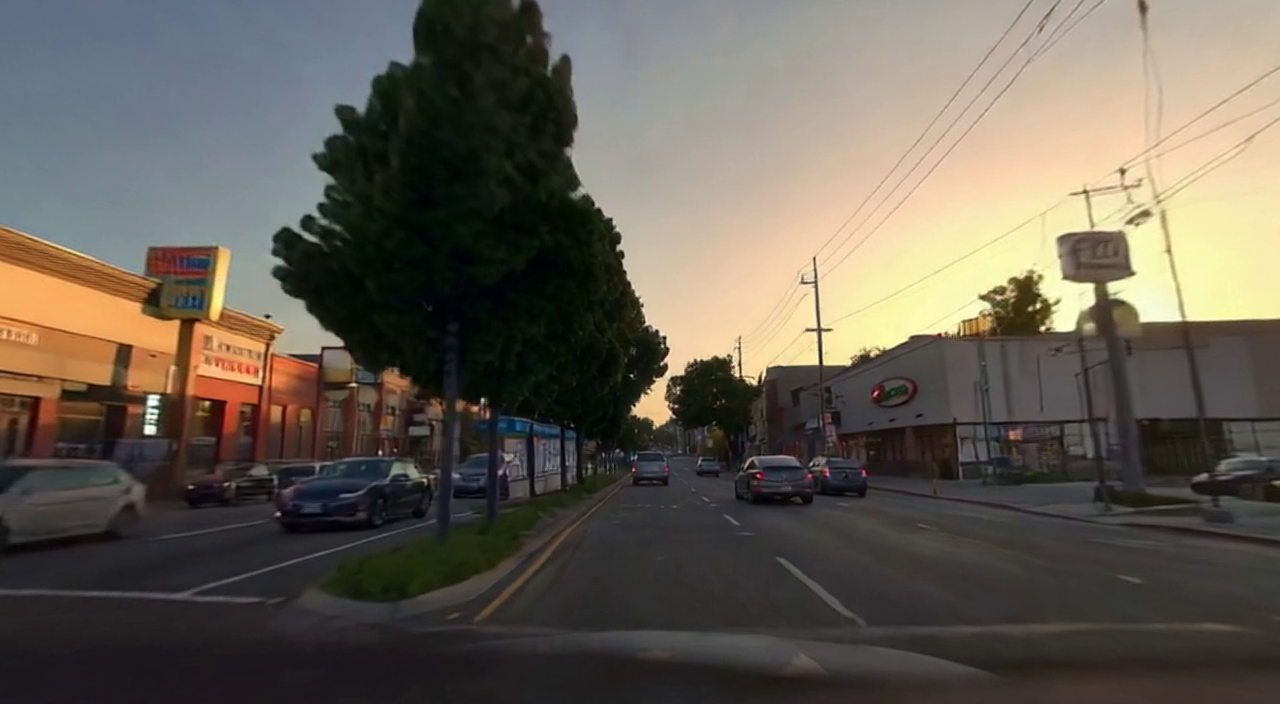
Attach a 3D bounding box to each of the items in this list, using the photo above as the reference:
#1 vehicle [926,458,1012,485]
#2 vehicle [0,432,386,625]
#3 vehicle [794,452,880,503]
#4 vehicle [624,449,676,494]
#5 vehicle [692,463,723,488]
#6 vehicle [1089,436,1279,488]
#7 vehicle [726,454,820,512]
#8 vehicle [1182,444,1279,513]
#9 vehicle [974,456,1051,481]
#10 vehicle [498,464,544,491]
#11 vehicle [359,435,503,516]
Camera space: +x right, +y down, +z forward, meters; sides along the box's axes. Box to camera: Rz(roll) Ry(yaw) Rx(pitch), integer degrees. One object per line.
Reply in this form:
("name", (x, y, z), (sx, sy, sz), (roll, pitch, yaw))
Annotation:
("vehicle", (22.635, 8.230, 43.528), (4.718, 1.628, 2.008), (-3, -9, 5))
("vehicle", (-5.083, 1.835, 7.826), (2.041, 1.494, 4.647), (-2, -6, -1))
("vehicle", (7.592, 4.841, 24.835), (2.040, 1.738, 4.414), (0, -8, 1))
("vehicle", (0.508, 5.486, 29.328), (2.210, 1.861, 4.280), (0, -8, 2))
("vehicle", (5.316, 9.768, 49.993), (2.036, 1.719, 4.318), (0, -8, 1))
("vehicle", (20.908, 4.293, 24.526), (5.333, 1.796, 2.333), (-8, -12, 36))
("vehicle", (3.929, 3.923, 19.444), (1.963, 1.484, 4.609), (0, -8, 1))
("vehicle", (16.480, 3.266, 16.747), (4.595, 1.523, 2.293), (6, -10, -39))
("vehicle", (29.075, 9.114, 49.354), (4.538, 1.836, 2.180), (0, -9, 2))
("vehicle", (-7.899, 8.368, 42.310), (1.906, 1.519, 4.797), (0, -8, 2))
("vehicle", (-5.103, 3.058, 16.146), (2.180, 1.646, 4.467), (-3, -9, 0))
